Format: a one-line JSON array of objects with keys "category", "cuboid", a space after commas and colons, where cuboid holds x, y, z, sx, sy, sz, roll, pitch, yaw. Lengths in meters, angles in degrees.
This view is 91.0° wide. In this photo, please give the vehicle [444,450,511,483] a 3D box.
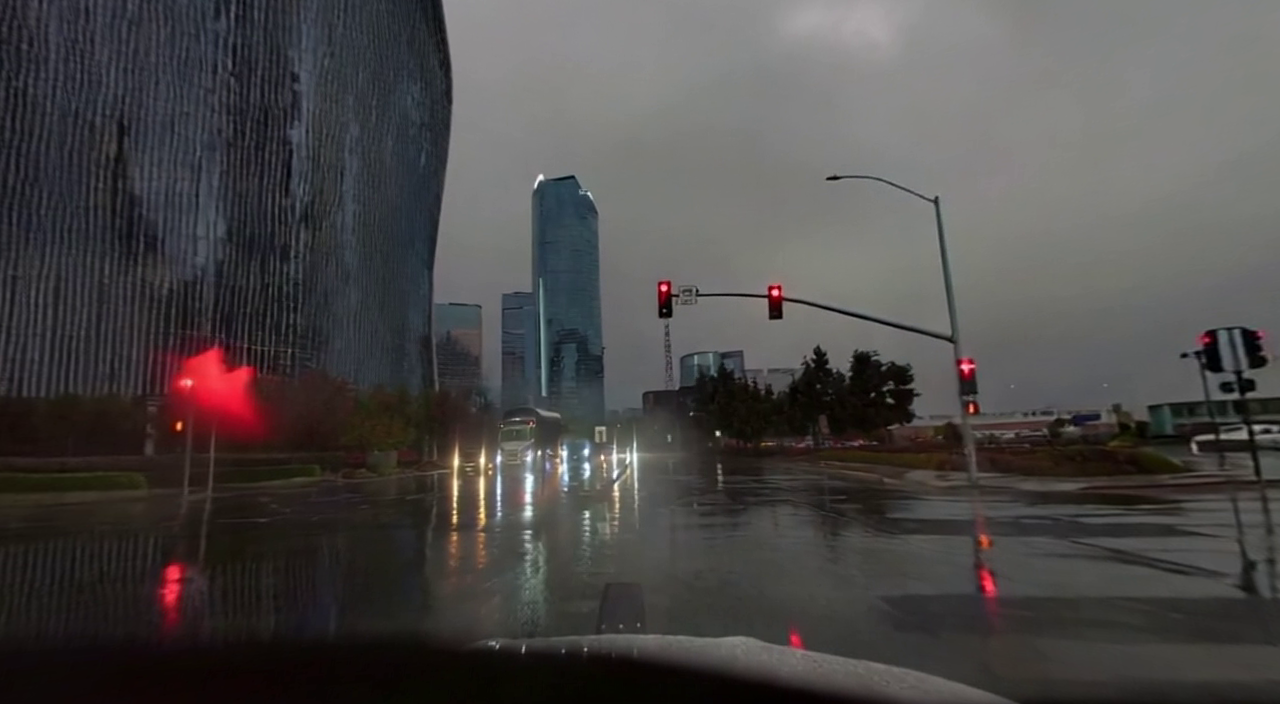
[{"category": "vehicle", "cuboid": [-8.146, 5.749, 31.977, 2.113, 1.535, 4.504, 0, -9, 1]}]

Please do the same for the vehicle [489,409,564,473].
[{"category": "vehicle", "cuboid": [-7.520, 6.238, 43.688, 3.109, 3.888, 11.000, 0, -9, 0]}]
